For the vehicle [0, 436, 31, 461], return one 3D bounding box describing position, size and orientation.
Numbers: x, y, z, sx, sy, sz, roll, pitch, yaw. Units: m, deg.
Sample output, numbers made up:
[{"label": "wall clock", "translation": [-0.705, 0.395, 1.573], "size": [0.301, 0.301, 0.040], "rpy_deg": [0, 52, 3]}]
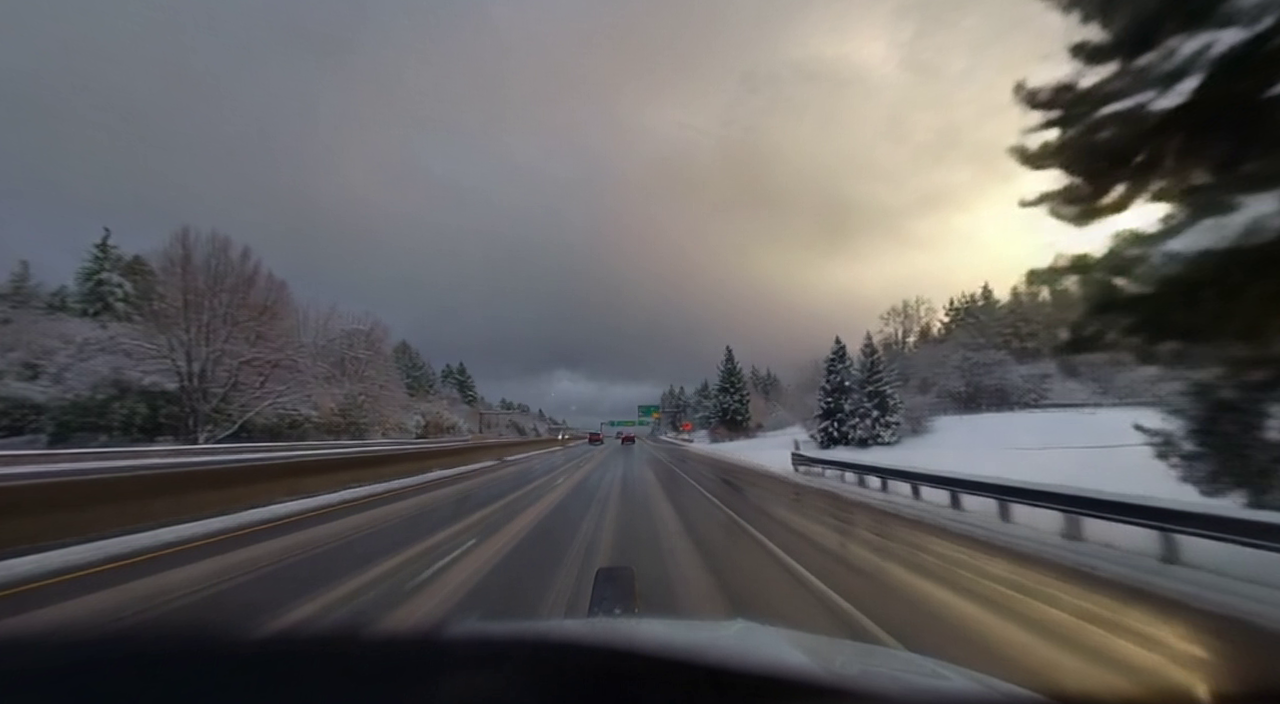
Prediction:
[{"label": "vehicle", "translation": [-49.393, 7.535, 49.232], "size": [2.079, 1.843, 5.261], "rpy_deg": [6, -10, -42]}]
